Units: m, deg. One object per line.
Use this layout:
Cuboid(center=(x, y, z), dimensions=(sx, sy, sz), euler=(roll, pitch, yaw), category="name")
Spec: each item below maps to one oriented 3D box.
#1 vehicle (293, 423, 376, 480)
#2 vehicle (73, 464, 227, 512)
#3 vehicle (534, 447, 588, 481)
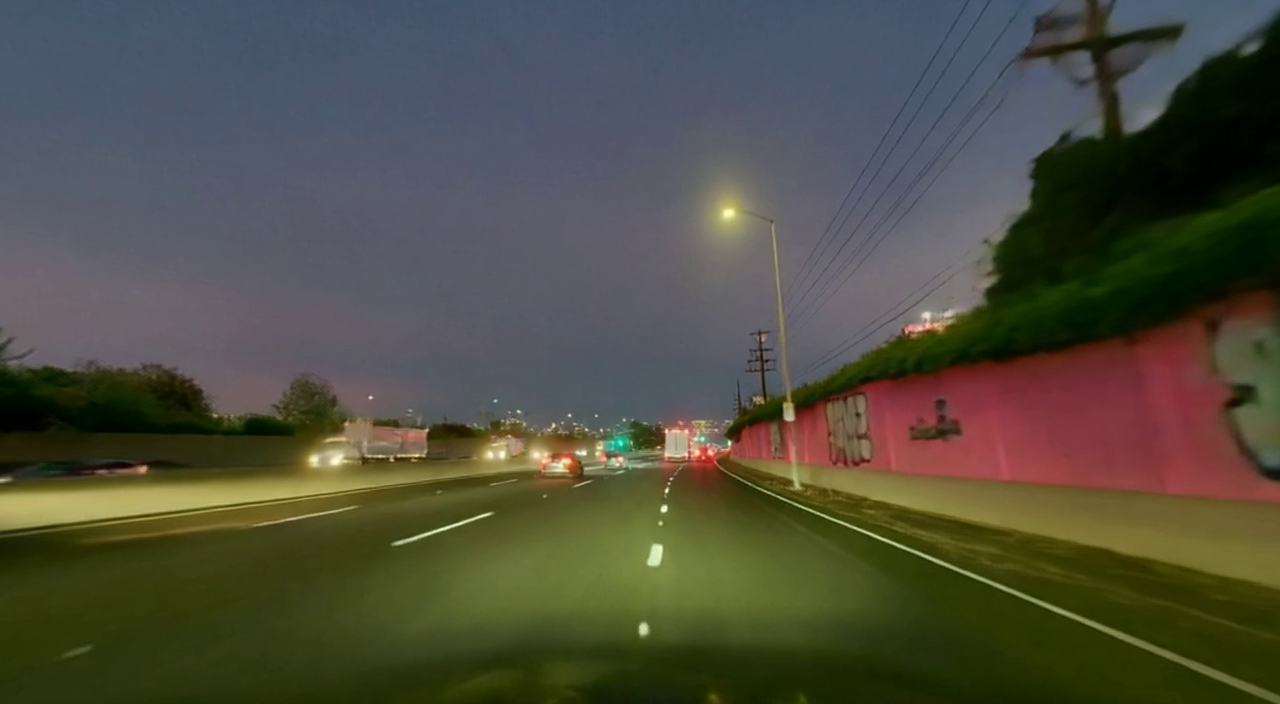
Cuboid(center=(-23.118, 7.587, 48.101), dimensions=(2.936, 3.968, 5.865), euler=(-1, -9, 5), category="vehicle")
Cuboid(center=(-16.583, 4.593, 21.590), dimensions=(2.350, 1.381, 3.448), euler=(-1, -9, 4), category="vehicle")
Cuboid(center=(-3.840, 5.516, 31.218), dimensions=(1.966, 1.565, 3.766), euler=(-1, -9, 4), category="vehicle")
